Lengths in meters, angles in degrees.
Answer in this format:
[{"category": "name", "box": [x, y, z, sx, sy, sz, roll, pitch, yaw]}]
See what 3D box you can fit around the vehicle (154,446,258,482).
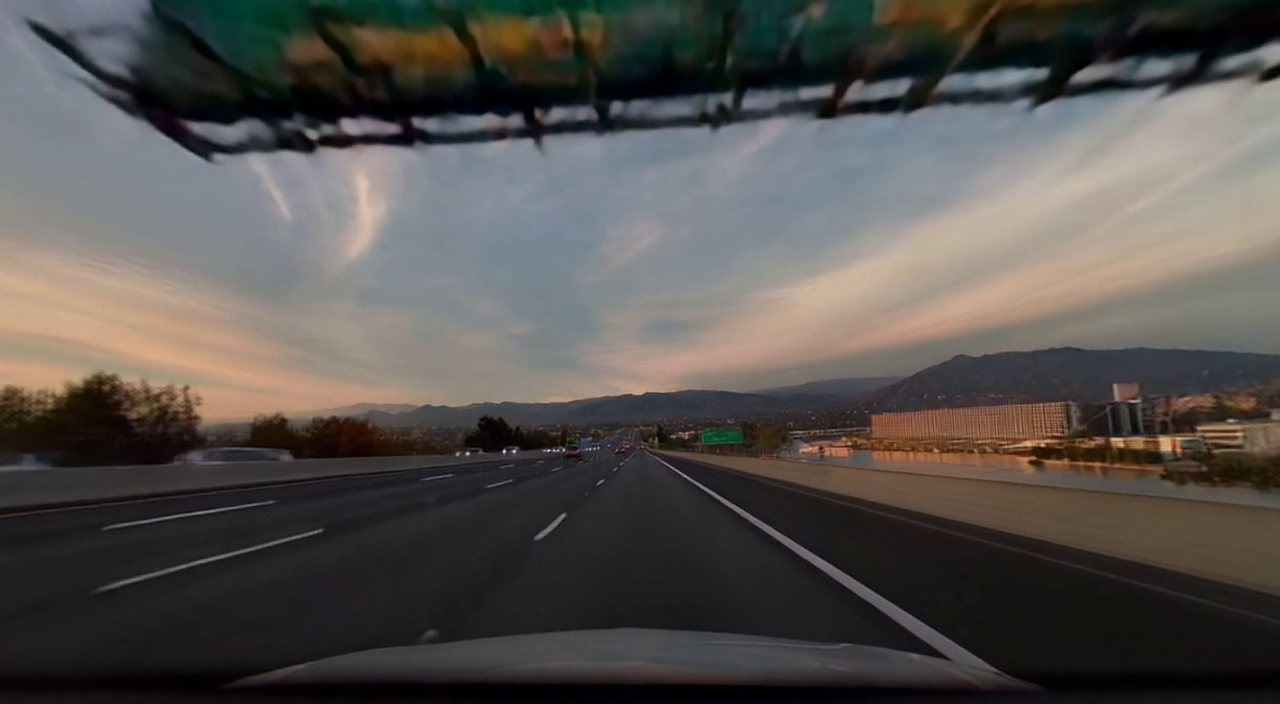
[{"category": "vehicle", "box": [-20.261, 5.232, 29.660, 1.867, 1.547, 4.145, 0, -9, 1]}]
